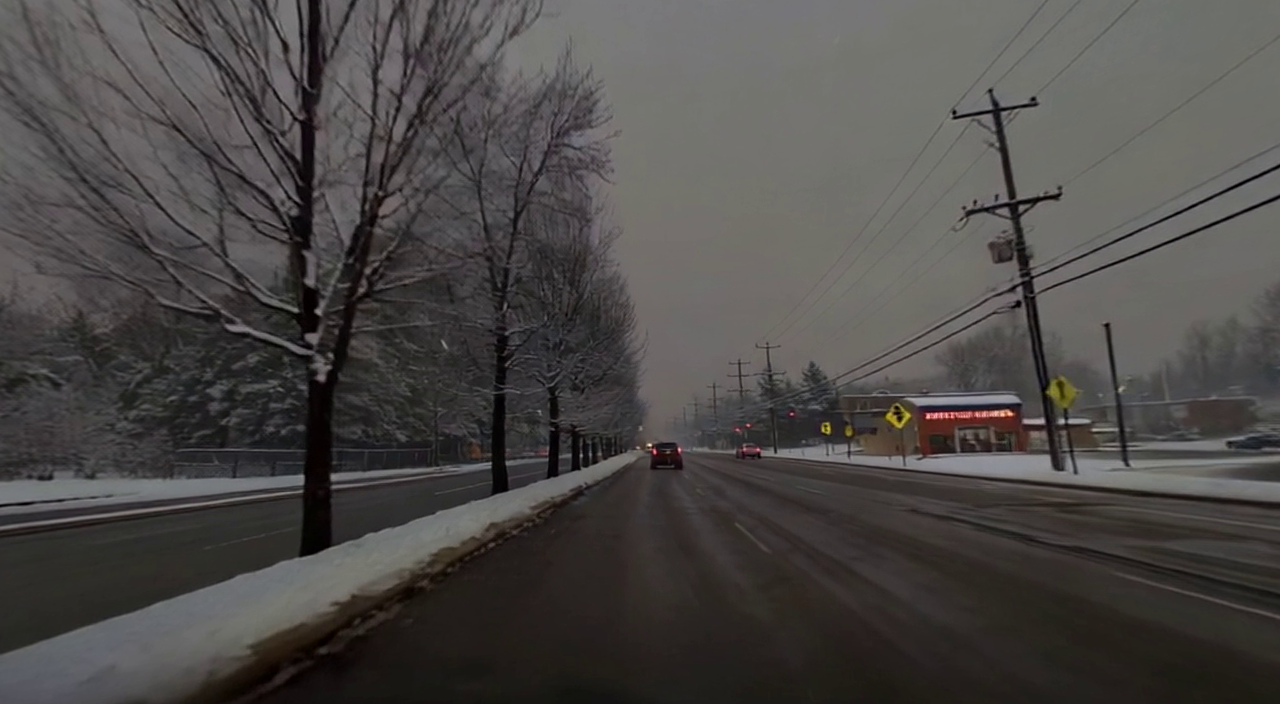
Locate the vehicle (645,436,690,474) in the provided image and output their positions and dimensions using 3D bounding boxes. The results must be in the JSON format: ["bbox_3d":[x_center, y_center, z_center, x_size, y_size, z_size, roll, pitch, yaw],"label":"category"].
[{"bbox_3d":[1.381,5.426,33.383,2.141,1.842,4.889,0,-8,0],"label":"vehicle"}]

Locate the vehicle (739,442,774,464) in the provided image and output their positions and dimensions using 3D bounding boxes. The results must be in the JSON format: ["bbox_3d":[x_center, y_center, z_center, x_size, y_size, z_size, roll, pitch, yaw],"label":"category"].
[{"bbox_3d":[8.224,7.172,44.806,1.760,1.481,4.161,0,-8,0],"label":"vehicle"}]
